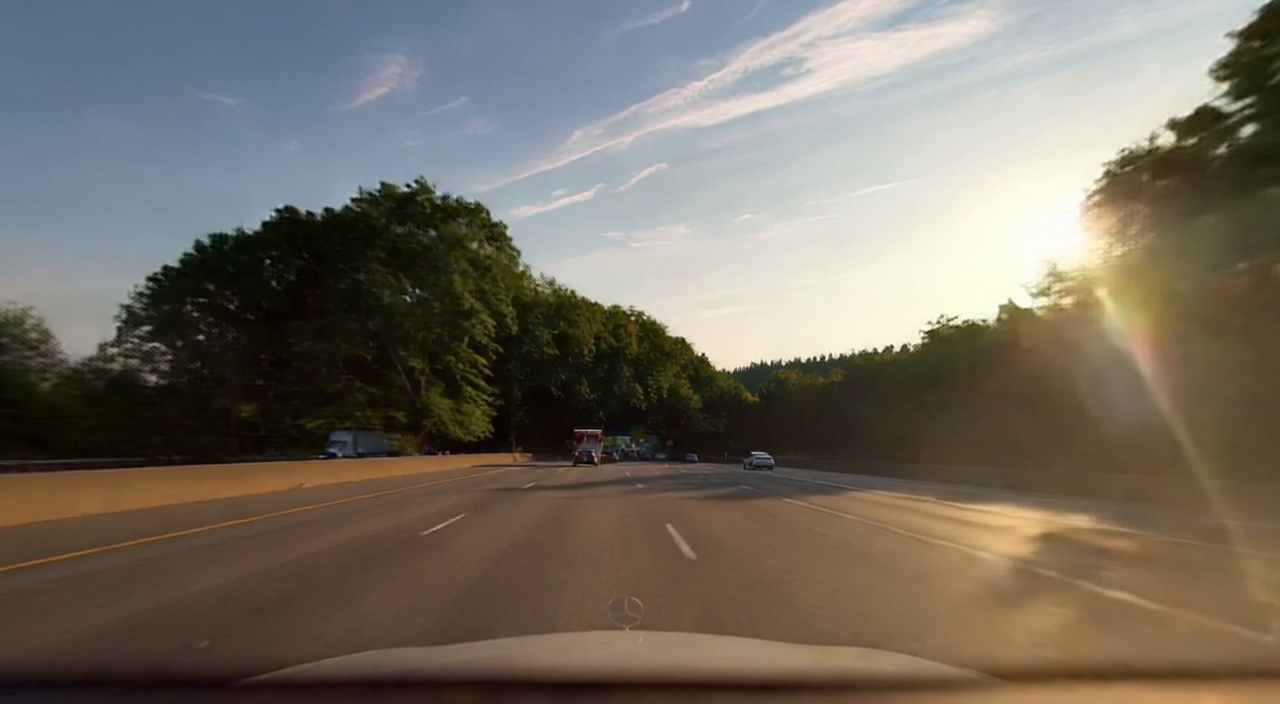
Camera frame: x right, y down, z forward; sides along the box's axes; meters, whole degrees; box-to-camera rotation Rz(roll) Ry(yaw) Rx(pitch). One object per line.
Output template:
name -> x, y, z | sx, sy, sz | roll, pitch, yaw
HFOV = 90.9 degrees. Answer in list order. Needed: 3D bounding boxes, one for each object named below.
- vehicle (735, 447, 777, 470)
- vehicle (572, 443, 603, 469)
vehicle -> 8.421, 7.780, 46.159 | 1.989, 1.591, 4.348 | 1, -9, -3
vehicle -> -3.775, 7.549, 45.815 | 2.167, 1.847, 4.097 | 1, -9, -4
